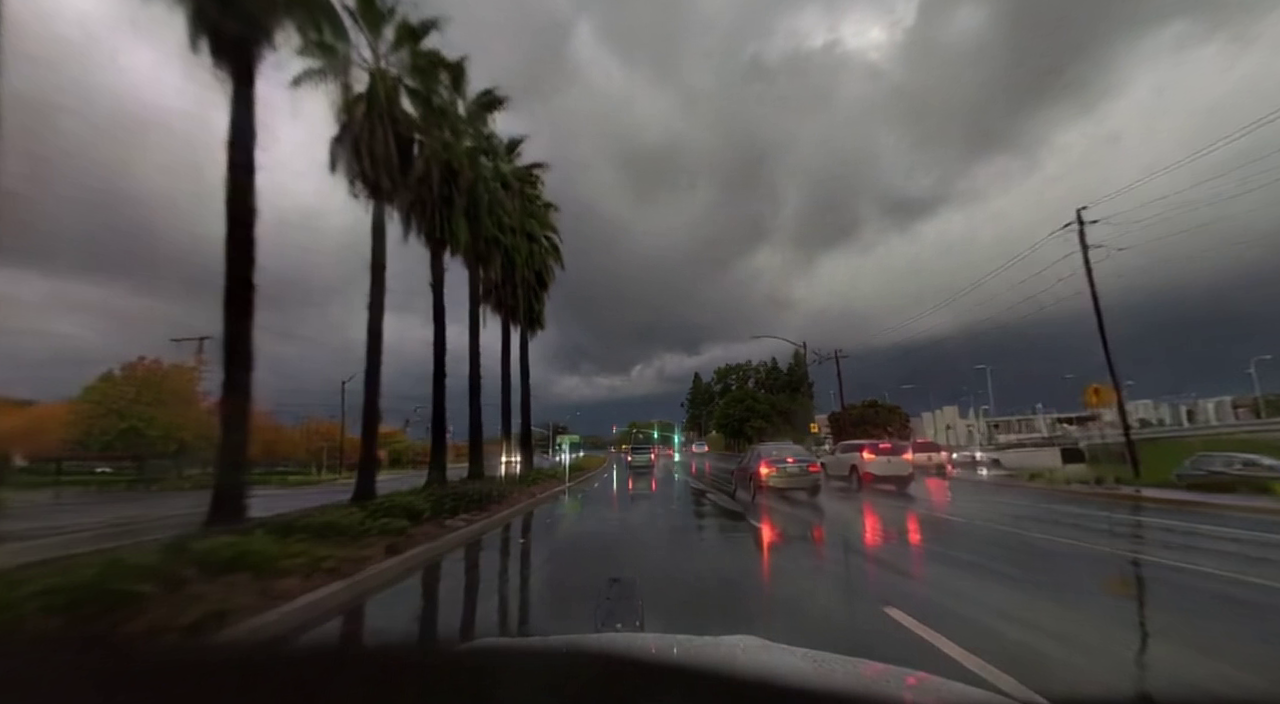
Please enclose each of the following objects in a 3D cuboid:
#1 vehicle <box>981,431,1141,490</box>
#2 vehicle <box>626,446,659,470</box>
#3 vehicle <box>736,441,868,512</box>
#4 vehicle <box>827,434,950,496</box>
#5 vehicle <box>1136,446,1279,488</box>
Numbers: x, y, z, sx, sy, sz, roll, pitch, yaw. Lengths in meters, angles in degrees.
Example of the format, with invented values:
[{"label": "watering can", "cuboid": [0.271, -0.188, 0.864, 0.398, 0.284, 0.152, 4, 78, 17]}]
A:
[{"label": "vehicle", "cuboid": [15.185, 3.935, 23.267, 2.267, 1.881, 5.087, 0, -9, -1]}, {"label": "vehicle", "cuboid": [0.140, 6.872, 41.268, 2.031, 1.444, 4.361, 0, -8, -1]}, {"label": "vehicle", "cuboid": [3.694, 2.911, 15.325, 1.875, 1.452, 4.453, 0, -9, -2]}, {"label": "vehicle", "cuboid": [7.355, 3.369, 19.241, 1.916, 1.646, 4.258, 0, -9, -1]}, {"label": "vehicle", "cuboid": [21.684, 4.314, 24.132, 1.854, 1.411, 4.490, 0, -9, 0]}]
